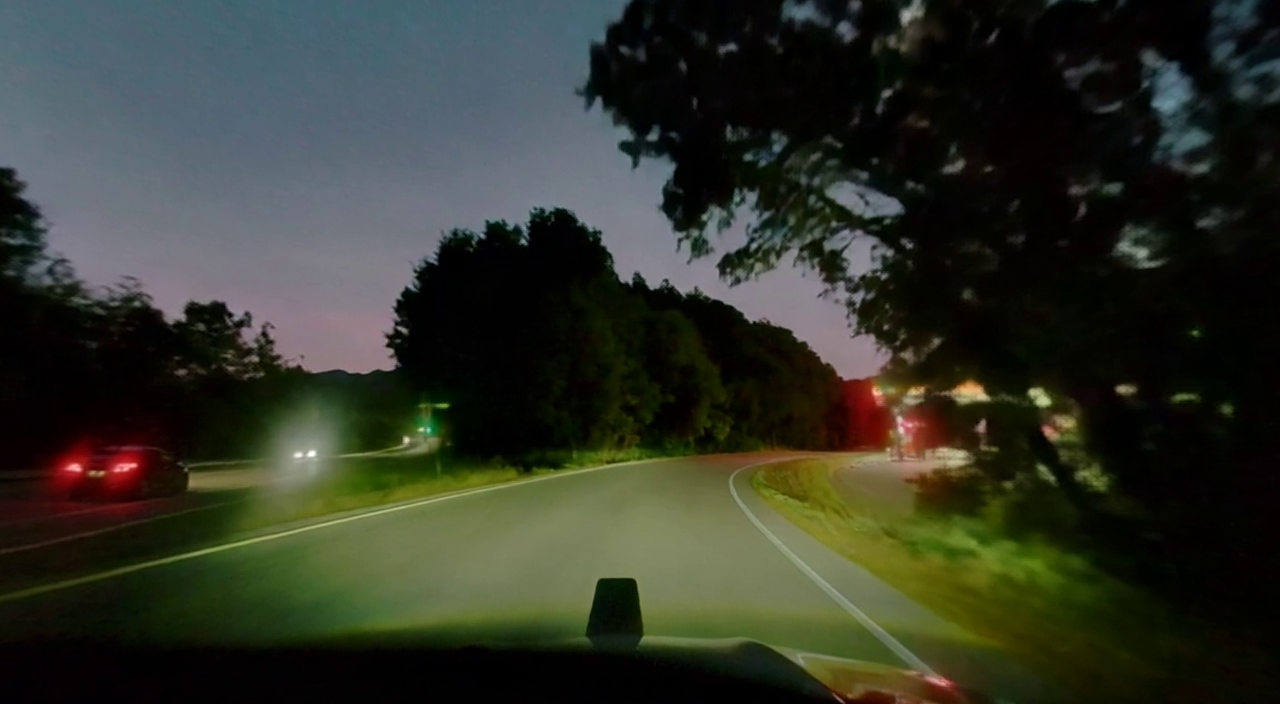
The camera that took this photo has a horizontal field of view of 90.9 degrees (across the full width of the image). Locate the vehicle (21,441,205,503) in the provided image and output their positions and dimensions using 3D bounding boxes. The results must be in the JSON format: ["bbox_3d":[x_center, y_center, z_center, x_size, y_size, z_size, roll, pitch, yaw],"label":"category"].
[{"bbox_3d":[-15.120,3.447,18.555,2.015,1.517,4.991,2,-9,-13],"label":"vehicle"}]
